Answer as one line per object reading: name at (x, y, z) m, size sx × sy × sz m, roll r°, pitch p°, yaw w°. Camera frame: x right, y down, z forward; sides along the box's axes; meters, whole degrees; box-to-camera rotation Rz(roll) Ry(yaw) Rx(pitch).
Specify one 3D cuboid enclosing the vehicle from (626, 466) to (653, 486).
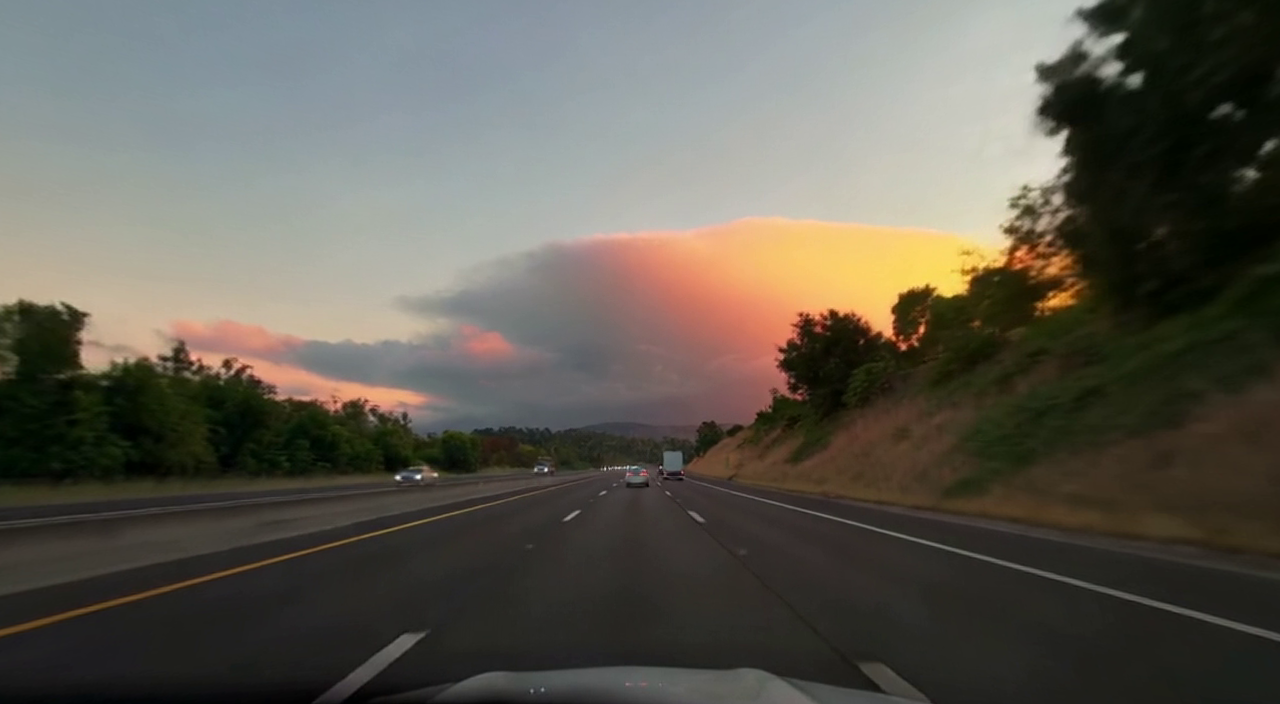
vehicle at (-0.083, 9.739, 49.503) m, size 2.015 × 1.478 × 3.920 m, roll 1°, pitch -10°, yaw -1°
